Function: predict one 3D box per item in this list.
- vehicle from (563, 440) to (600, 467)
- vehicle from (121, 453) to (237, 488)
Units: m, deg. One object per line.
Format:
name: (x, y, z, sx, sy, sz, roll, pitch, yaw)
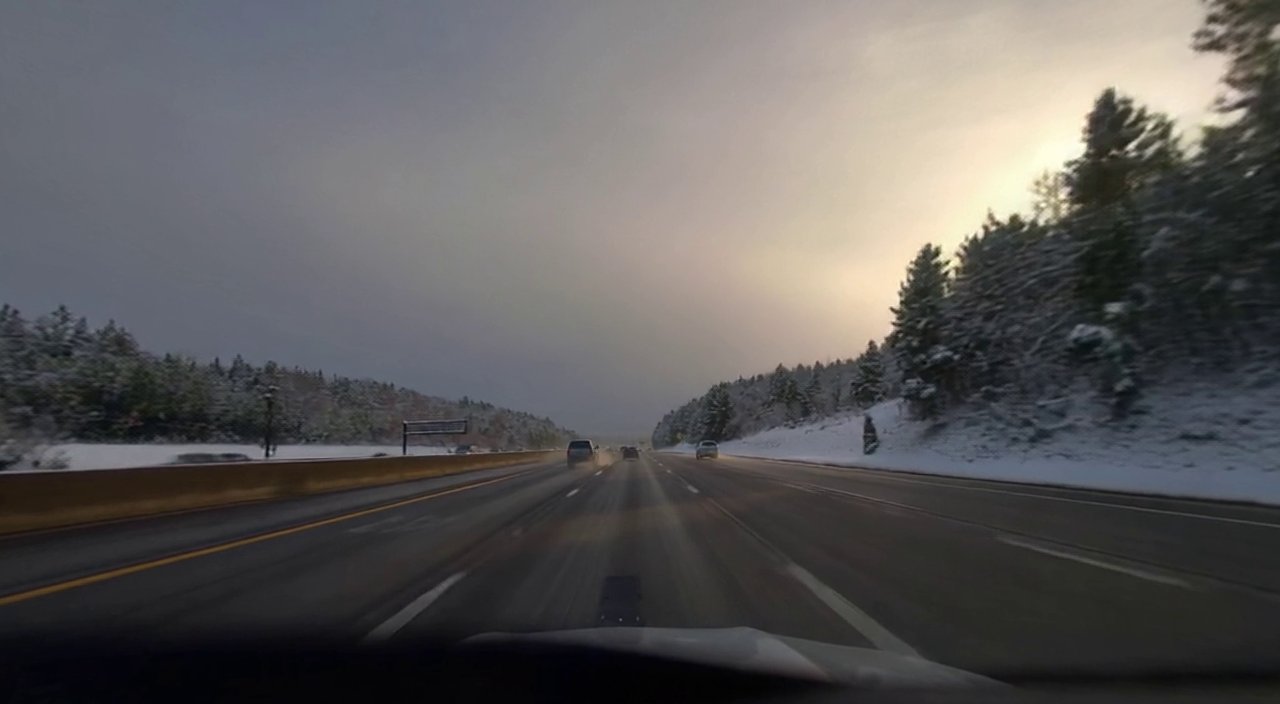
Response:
vehicle: (-4.031, 7.074, 44.119, 2.114, 1.774, 4.427, 0, -9, 0)
vehicle: (-21.626, 5.561, 29.957, 1.884, 1.480, 4.817, 0, -9, 0)
